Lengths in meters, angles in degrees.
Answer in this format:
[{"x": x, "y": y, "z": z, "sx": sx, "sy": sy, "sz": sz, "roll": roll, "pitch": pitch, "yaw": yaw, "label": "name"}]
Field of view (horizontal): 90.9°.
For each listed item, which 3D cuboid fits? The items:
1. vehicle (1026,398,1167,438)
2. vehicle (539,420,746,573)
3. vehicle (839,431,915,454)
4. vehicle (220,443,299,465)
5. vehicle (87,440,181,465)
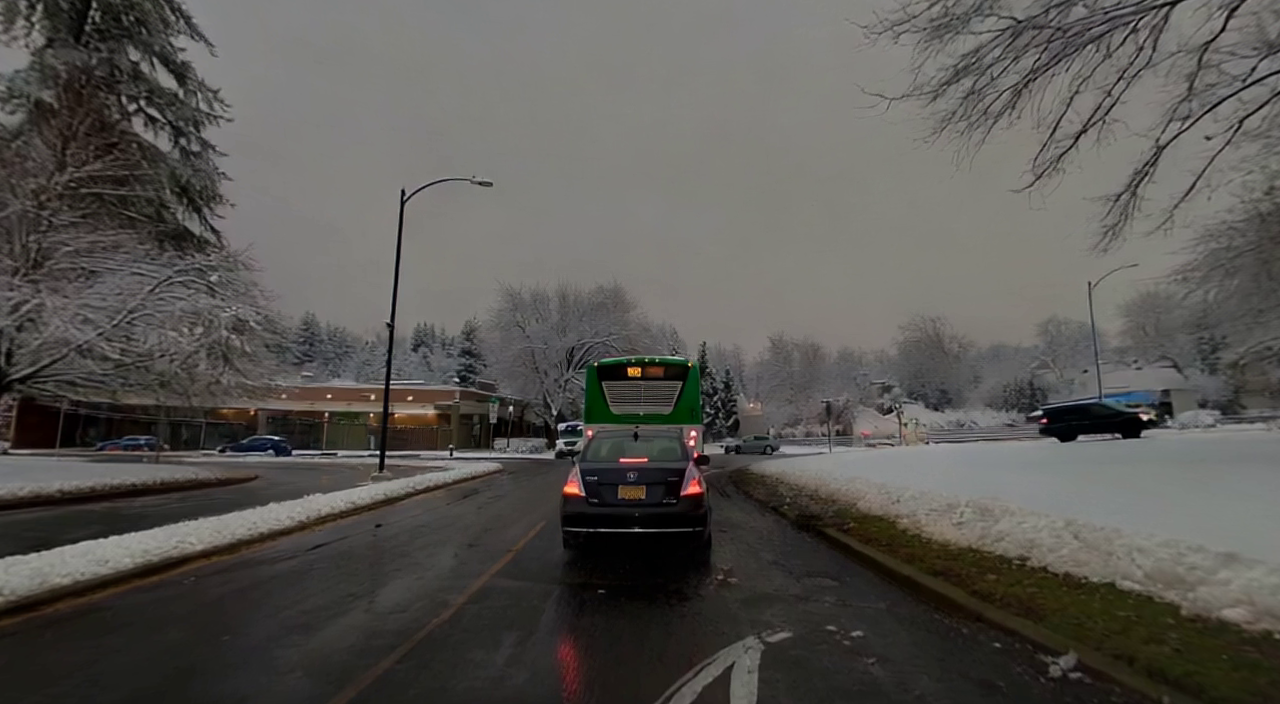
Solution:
[{"x": 18.499, "y": 2.752, "z": 25.658, "sx": 4.359, "sy": 1.458, "sz": 1.781, "roll": -8, "pitch": -11, "yaw": 42, "label": "vehicle"}, {"x": 0.046, "y": 1.704, "z": 8.192, "sx": 2.020, "sy": 1.478, "sz": 3.922, "roll": 0, "pitch": -8, "yaw": 1, "label": "vehicle"}, {"x": 15.781, "y": 6.017, "z": 42.021, "sx": 4.422, "sy": 1.457, "sz": 1.882, "roll": -5, "pitch": -10, "yaw": 29, "label": "vehicle"}, {"x": -25.899, "y": 6.920, "z": 43.073, "sx": 4.403, "sy": 1.422, "sz": 1.697, "roll": 4, "pitch": -9, "yaw": -26, "label": "vehicle"}, {"x": -32.003, "y": 6.343, "z": 39.956, "sx": 4.473, "sy": 1.442, "sz": 1.743, "roll": 7, "pitch": -11, "yaw": -38, "label": "vehicle"}]
